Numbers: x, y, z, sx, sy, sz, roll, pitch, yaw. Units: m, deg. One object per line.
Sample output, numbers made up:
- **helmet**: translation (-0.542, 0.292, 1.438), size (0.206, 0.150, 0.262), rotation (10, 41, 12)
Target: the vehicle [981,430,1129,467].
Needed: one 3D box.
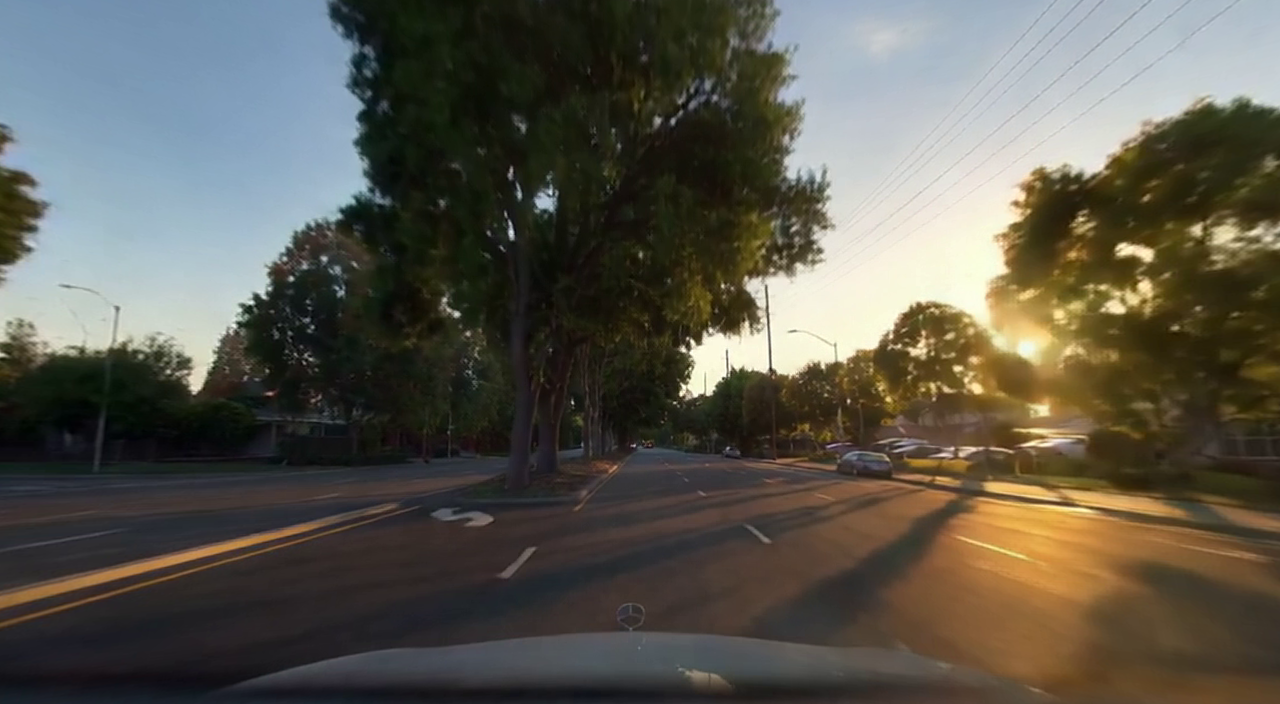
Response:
- **vehicle**: translation (22.919, 5.385, 35.101), size (6.075, 1.933, 3.018), rotation (0, -8, 1)

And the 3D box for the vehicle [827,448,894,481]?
- **vehicle**: translation (11.710, 5.950, 33.771), size (1.929, 1.489, 4.777), rotation (4, -8, 1)

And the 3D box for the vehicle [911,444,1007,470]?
- **vehicle**: translation (19.958, 6.578, 39.591), size (4.897, 1.608, 2.005), rotation (0, -8, 1)
